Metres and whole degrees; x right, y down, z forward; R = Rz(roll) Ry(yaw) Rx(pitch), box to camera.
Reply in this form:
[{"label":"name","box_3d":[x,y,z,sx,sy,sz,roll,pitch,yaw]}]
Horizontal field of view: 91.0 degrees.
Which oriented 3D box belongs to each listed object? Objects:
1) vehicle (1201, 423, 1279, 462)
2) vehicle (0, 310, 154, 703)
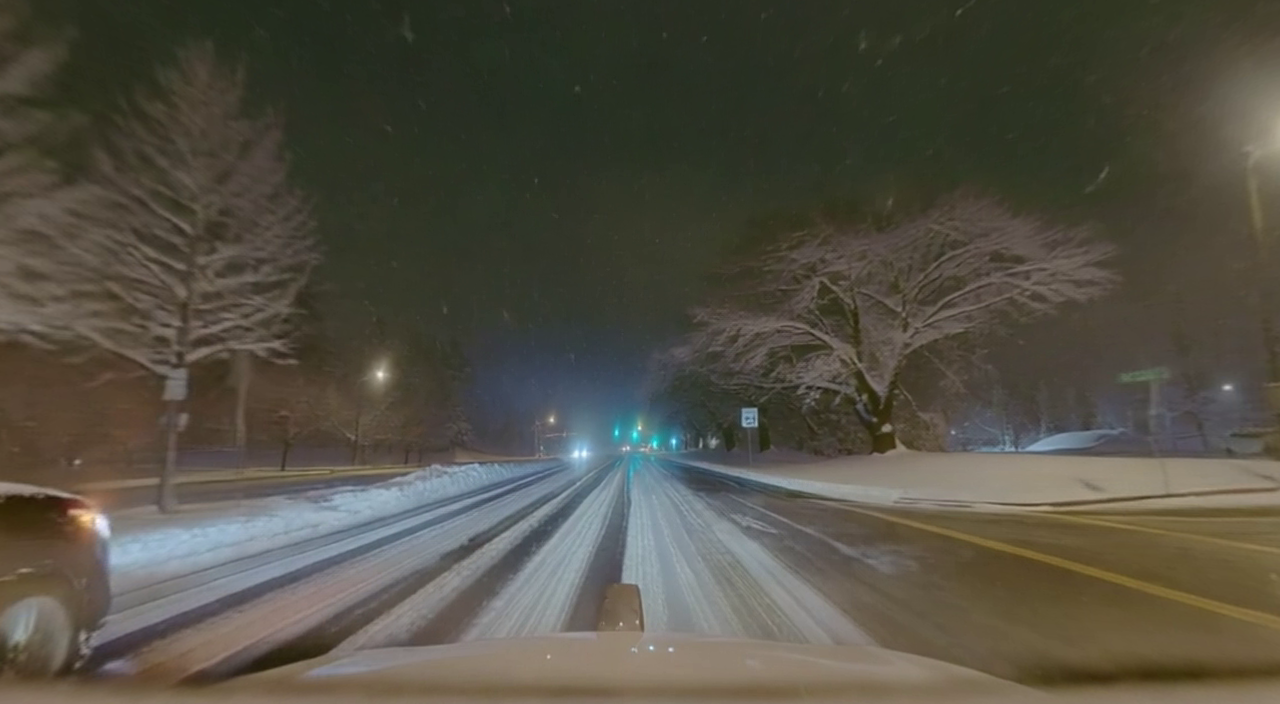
[{"label":"vehicle","box_3d":[29.883,4.359,30.244,3.879,1.820,1.862,0,-9,2]},{"label":"vehicle","box_3d":[-3.129,0.474,0.209,2.141,1.761,4.742,0,-9,-1]}]
